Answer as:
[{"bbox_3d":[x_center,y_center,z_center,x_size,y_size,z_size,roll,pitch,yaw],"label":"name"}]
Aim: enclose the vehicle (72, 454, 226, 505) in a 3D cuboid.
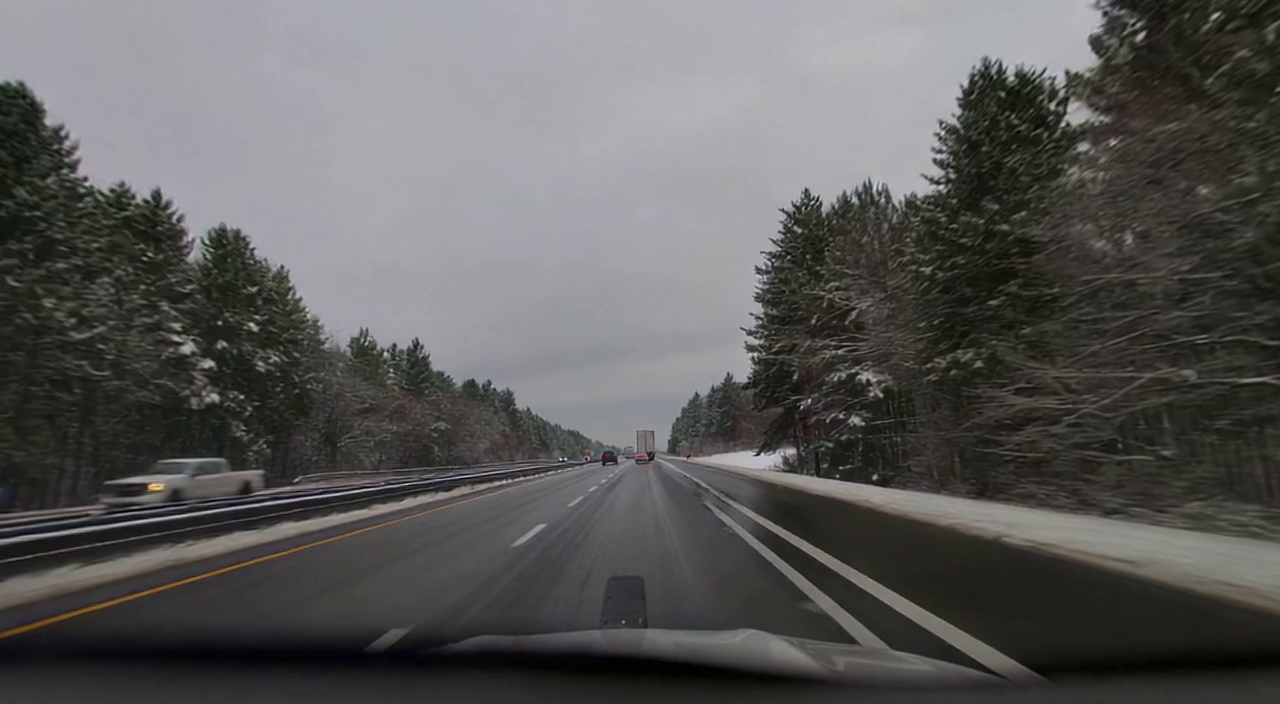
[{"bbox_3d":[-15.457,3.991,20.145,1.784,1.425,3.783,0,-9,1],"label":"vehicle"}]
